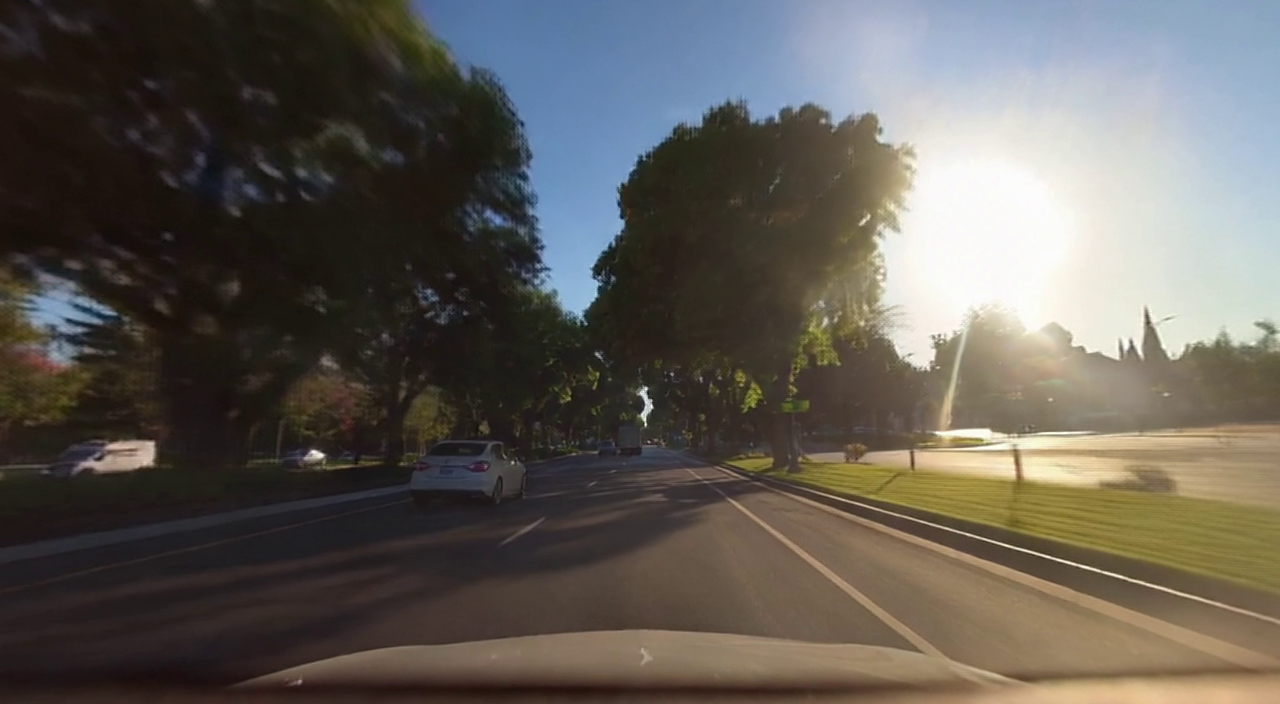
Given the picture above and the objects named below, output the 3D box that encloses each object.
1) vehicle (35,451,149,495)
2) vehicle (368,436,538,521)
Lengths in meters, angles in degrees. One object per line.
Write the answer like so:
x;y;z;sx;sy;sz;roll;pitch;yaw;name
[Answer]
-31.819;6.988;36.863;2.223;1.991;5.316;-5;-7;-4;vehicle
-3.625;2.525;13.240;2.033;1.454;4.512;-1;-8;2;vehicle
